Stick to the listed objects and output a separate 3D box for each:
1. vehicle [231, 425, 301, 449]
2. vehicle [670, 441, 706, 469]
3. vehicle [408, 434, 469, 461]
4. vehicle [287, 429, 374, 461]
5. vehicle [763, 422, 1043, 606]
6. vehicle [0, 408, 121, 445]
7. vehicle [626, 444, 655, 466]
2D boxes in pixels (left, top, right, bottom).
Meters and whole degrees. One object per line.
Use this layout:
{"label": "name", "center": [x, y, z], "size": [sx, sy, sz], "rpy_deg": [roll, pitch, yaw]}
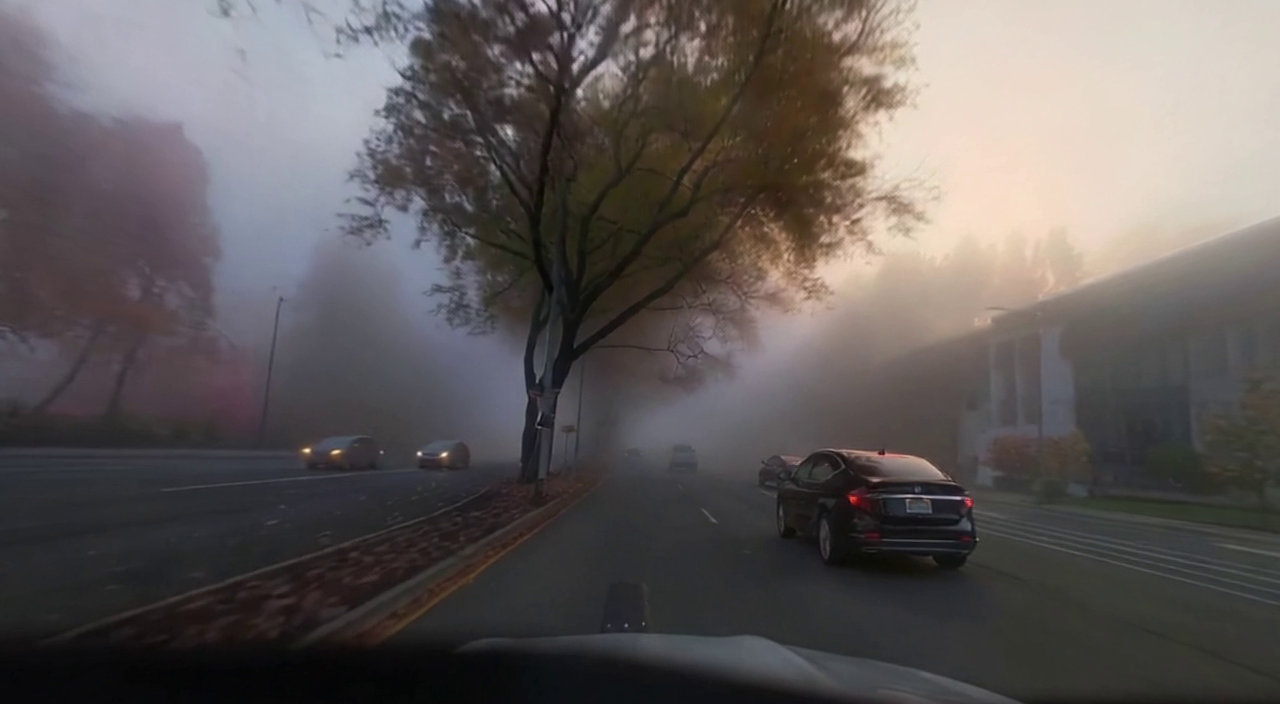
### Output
{"label": "vehicle", "center": [-25.726, 5.868, 43.556], "size": [1.865, 1.526, 4.674], "rpy_deg": [2, -8, 1]}
{"label": "vehicle", "center": [3.586, 7.761, 47.776], "size": [2.154, 1.844, 4.634], "rpy_deg": [5, -9, 0]}
{"label": "vehicle", "center": [-11.831, 5.636, 37.314], "size": [2.075, 1.472, 4.571], "rpy_deg": [0, -9, 0]}
{"label": "vehicle", "center": [-15.424, 4.667, 31.722], "size": [1.985, 1.479, 4.657], "rpy_deg": [0, -8, 0]}
{"label": "vehicle", "center": [2.919, 1.842, 8.035], "size": [1.901, 1.634, 3.896], "rpy_deg": [3, -8, 0]}
{"label": "vehicle", "center": [-32.407, 4.260, 35.487], "size": [2.111, 1.894, 4.981], "rpy_deg": [0, -8, -1]}
{"label": "vehicle", "center": [-0.024, 7.302, 44.683], "size": [1.991, 1.477, 3.814], "rpy_deg": [0, -9, -1]}
